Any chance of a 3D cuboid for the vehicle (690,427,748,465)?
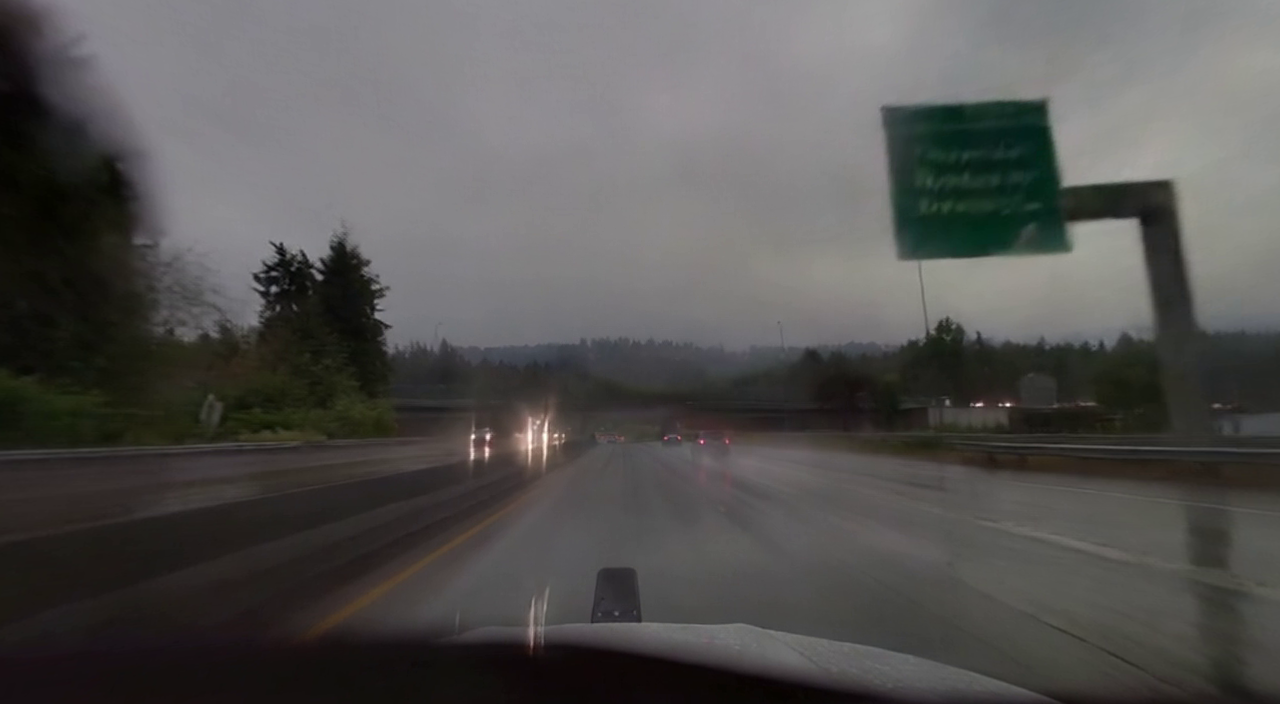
[{"bbox_3d":[3.498,4.209,28.556,1.938,1.578,3.764,0,-8,-3],"label":"vehicle"}]
